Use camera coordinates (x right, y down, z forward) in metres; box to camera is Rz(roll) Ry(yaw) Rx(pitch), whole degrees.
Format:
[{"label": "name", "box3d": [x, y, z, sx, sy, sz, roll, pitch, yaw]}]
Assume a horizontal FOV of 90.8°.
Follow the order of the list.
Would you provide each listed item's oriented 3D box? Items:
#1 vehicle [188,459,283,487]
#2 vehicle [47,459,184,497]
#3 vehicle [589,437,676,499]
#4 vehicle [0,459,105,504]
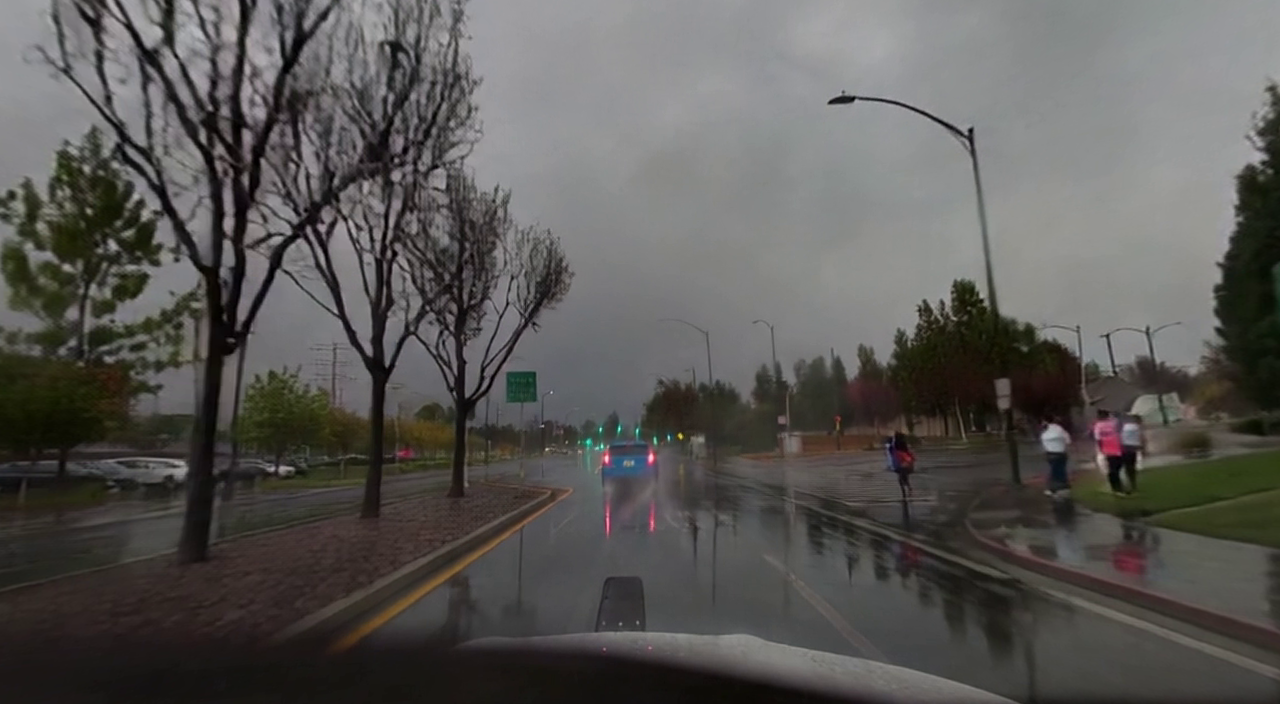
[{"label": "vehicle", "box3d": [-22.973, 6.874, 36.024, 4.086, 1.478, 1.844, 0, -8, -4]}, {"label": "vehicle", "box3d": [-23.242, 5.578, 28.155, 4.204, 1.522, 1.998, 0, -9, -3]}, {"label": "vehicle", "box3d": [-0.215, 3.308, 18.457, 2.221, 1.570, 4.398, 0, -8, -1]}, {"label": "vehicle", "box3d": [-22.803, 4.746, 23.373, 4.038, 1.531, 2.015, 1, -9, -2]}]
